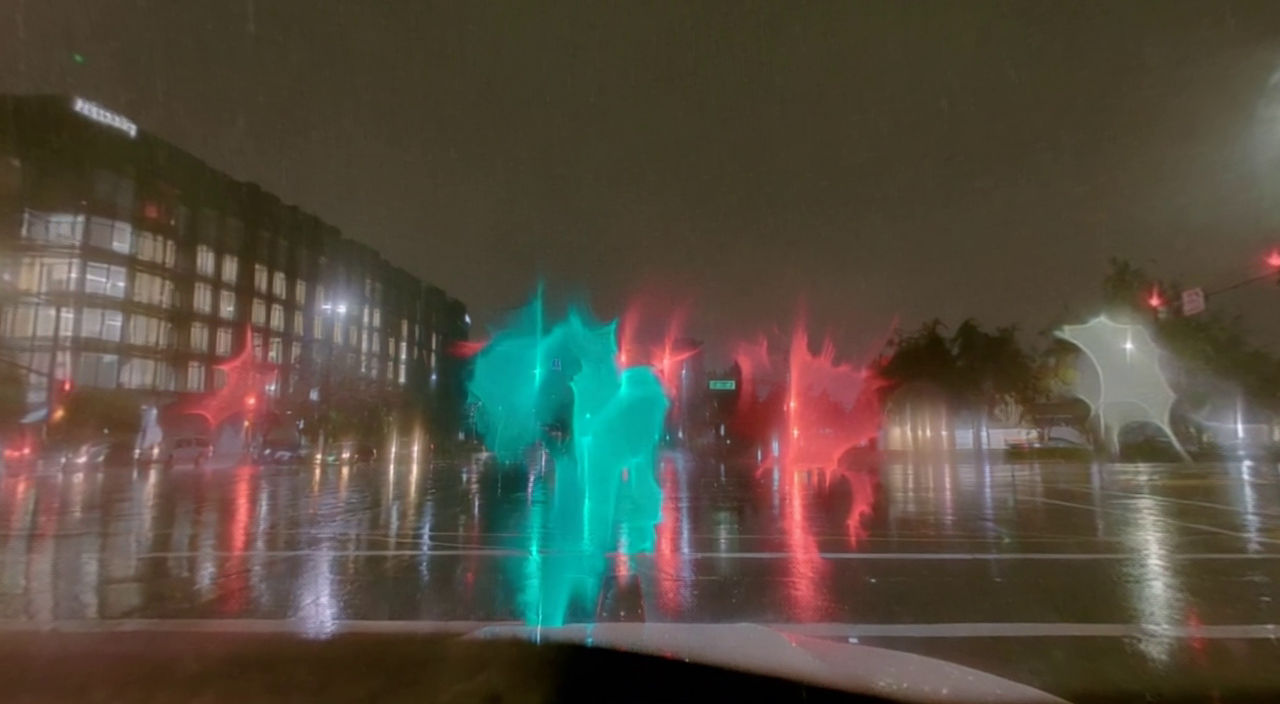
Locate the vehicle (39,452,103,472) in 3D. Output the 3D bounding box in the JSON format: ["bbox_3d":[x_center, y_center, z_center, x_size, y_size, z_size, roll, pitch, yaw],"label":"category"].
[{"bbox_3d":[-41.594,8.023,46.247,1.552,1.339,3.340,-2,-9,0],"label":"vehicle"}]

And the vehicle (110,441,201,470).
[{"bbox_3d":[-34.901,7.423,45.728,2.204,1.955,5.518,0,-8,0],"label":"vehicle"}]

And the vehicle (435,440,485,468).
[{"bbox_3d":[-11.965,6.804,42.316,2.080,1.763,4.341,0,-8,0],"label":"vehicle"}]

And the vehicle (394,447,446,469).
[{"bbox_3d":[-15.513,7.446,44.790,2.056,1.450,4.343,0,-8,0],"label":"vehicle"}]

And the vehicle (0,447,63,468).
[{"bbox_3d":[-45.268,7.771,46.595,1.858,1.467,3.624,0,-8,0],"label":"vehicle"}]
